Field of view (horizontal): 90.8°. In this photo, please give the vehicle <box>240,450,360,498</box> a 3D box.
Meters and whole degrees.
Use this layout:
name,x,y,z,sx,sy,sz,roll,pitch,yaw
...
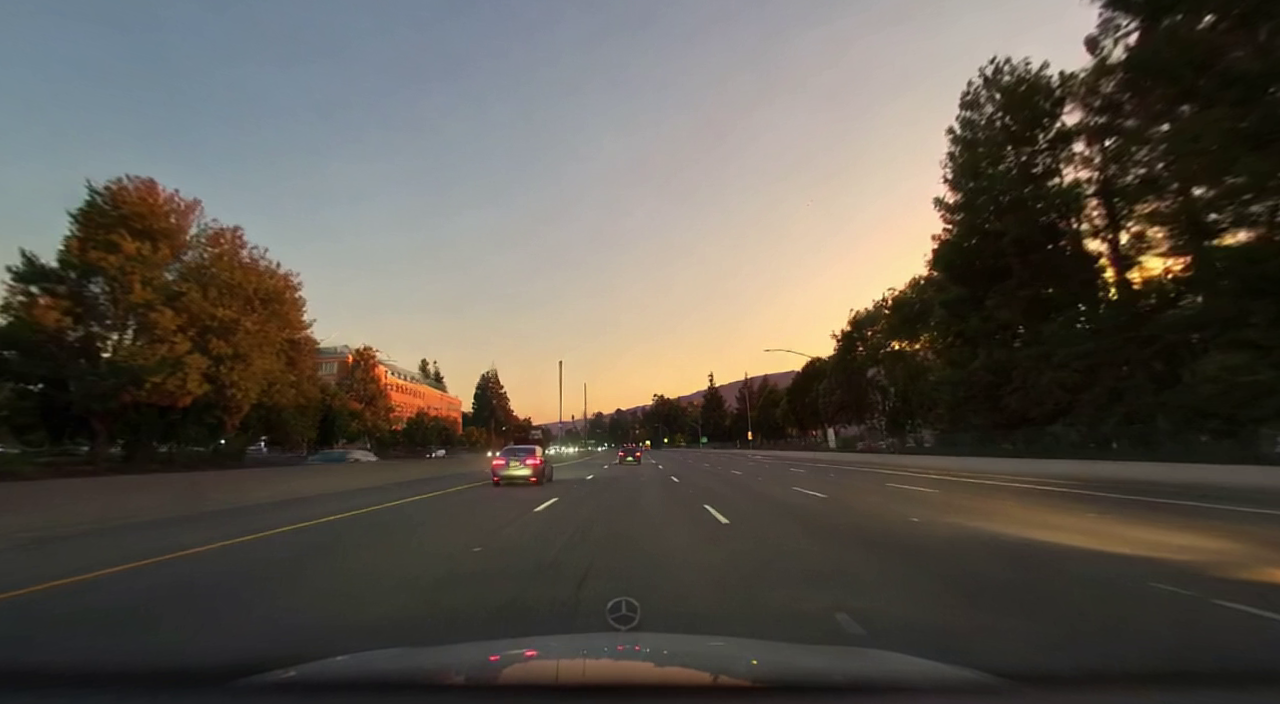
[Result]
name,x,y,z,sx,sy,sz,roll,pitch,yaw
vehicle,-13.945,4.975,26.257,2.404,1.723,4.354,0,-8,2

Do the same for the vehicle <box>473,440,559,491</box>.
name,x,y,z,sx,sy,sz,roll,pitch,yaw
vehicle,-3.908,3.666,20.782,1.886,1.465,4.625,0,-9,0

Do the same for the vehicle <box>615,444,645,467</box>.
name,x,y,z,sx,sy,sz,roll,pitch,yaw
vehicle,-0.708,7.178,43.898,1.997,1.485,4.094,0,-9,-1
